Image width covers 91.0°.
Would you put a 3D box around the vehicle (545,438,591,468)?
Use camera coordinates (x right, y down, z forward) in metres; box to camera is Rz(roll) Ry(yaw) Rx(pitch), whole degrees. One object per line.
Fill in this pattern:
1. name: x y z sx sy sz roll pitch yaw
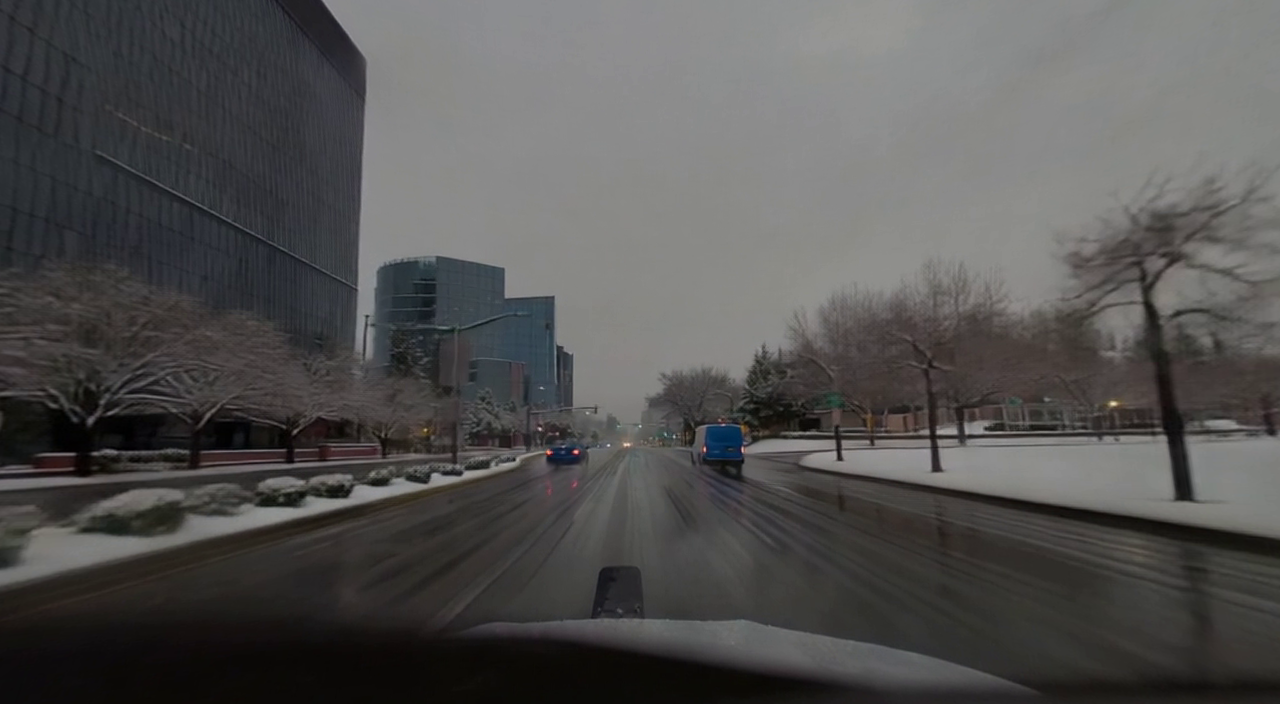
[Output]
1. vehicle: -3.705 5.273 33.147 1.864 1.464 4.195 0 -8 1

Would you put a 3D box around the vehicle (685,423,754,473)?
1. vehicle: 3.270 4.102 27.022 2.200 1.914 5.145 0 -8 -1
